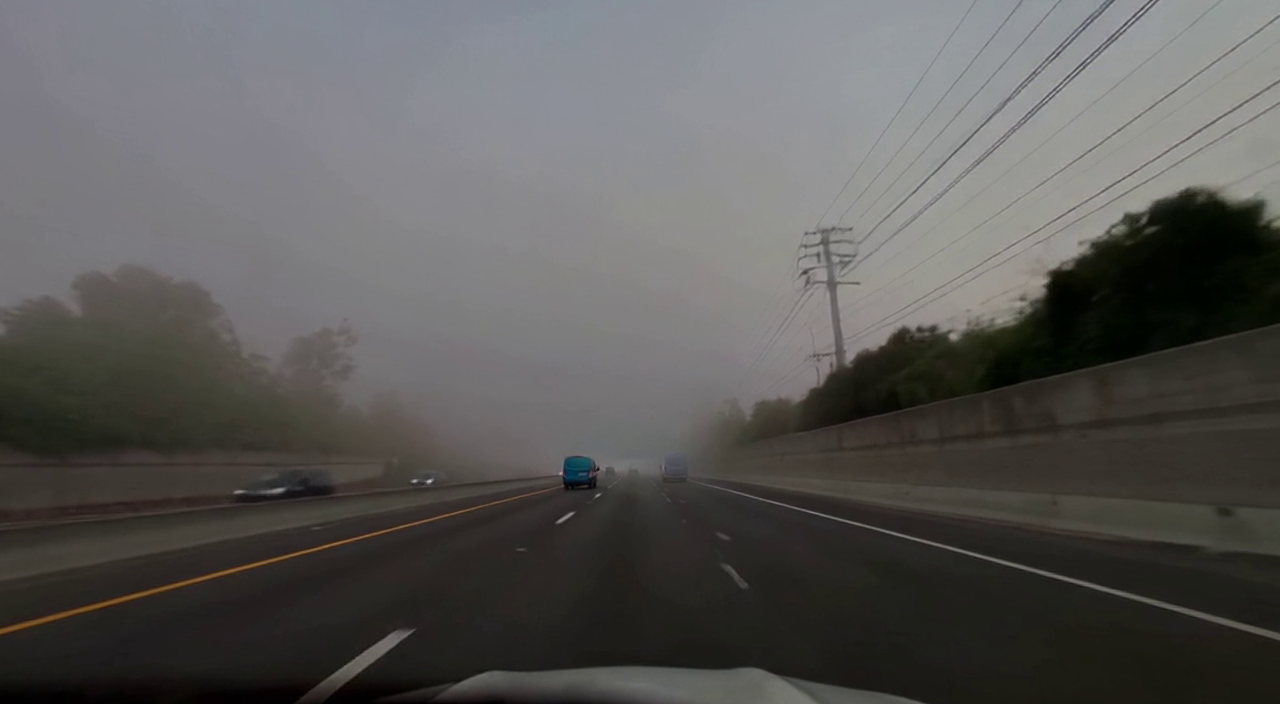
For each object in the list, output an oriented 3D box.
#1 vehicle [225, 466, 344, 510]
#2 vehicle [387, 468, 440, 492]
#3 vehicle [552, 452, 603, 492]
[{"bbox_3d":[-13.167,5.048,23.700,1.980,1.447,4.248,1,-10,0],"label":"vehicle"},{"bbox_3d":[-16.922,9.560,47.268,2.074,1.684,4.959,1,-10,0],"label":"vehicle"},{"bbox_3d":[-3.401,6.637,35.037,2.324,2.008,4.654,1,-10,0],"label":"vehicle"}]
